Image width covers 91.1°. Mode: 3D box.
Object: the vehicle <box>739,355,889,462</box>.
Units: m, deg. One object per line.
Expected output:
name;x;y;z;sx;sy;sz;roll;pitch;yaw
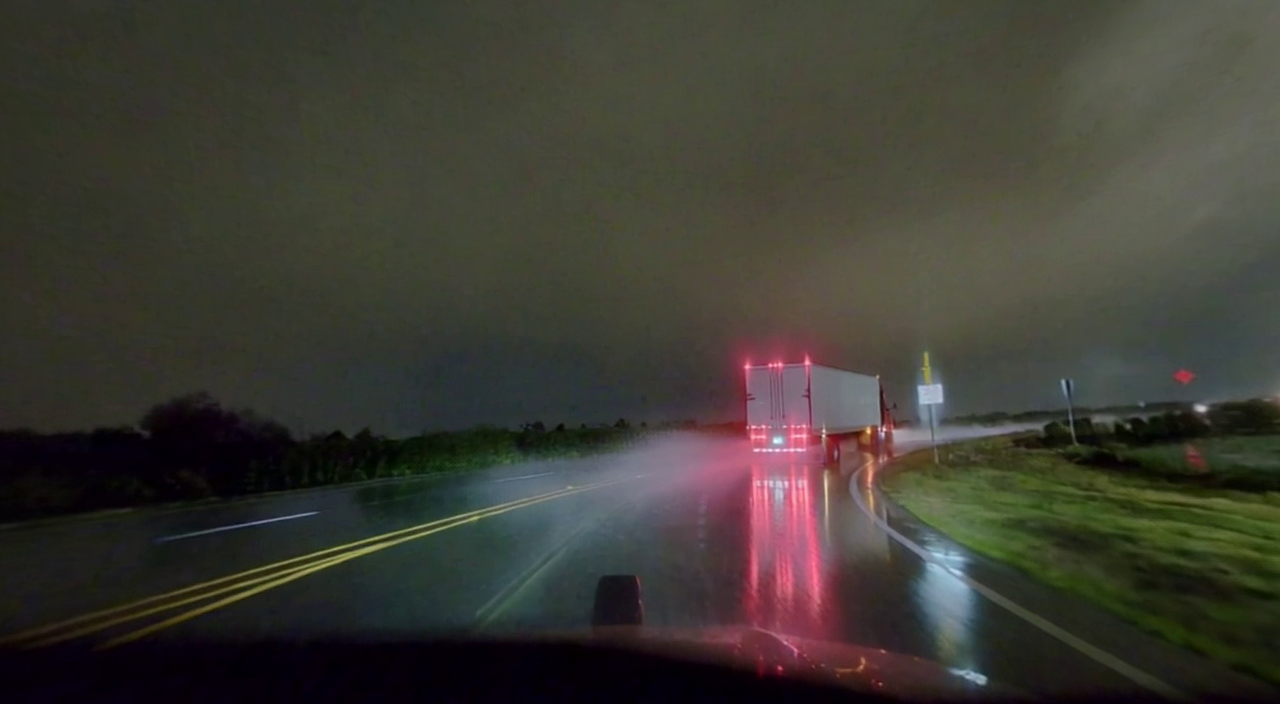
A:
vehicle;7.843;2.657;26.960;2.837;3.712;10.484;-6;-10;34
